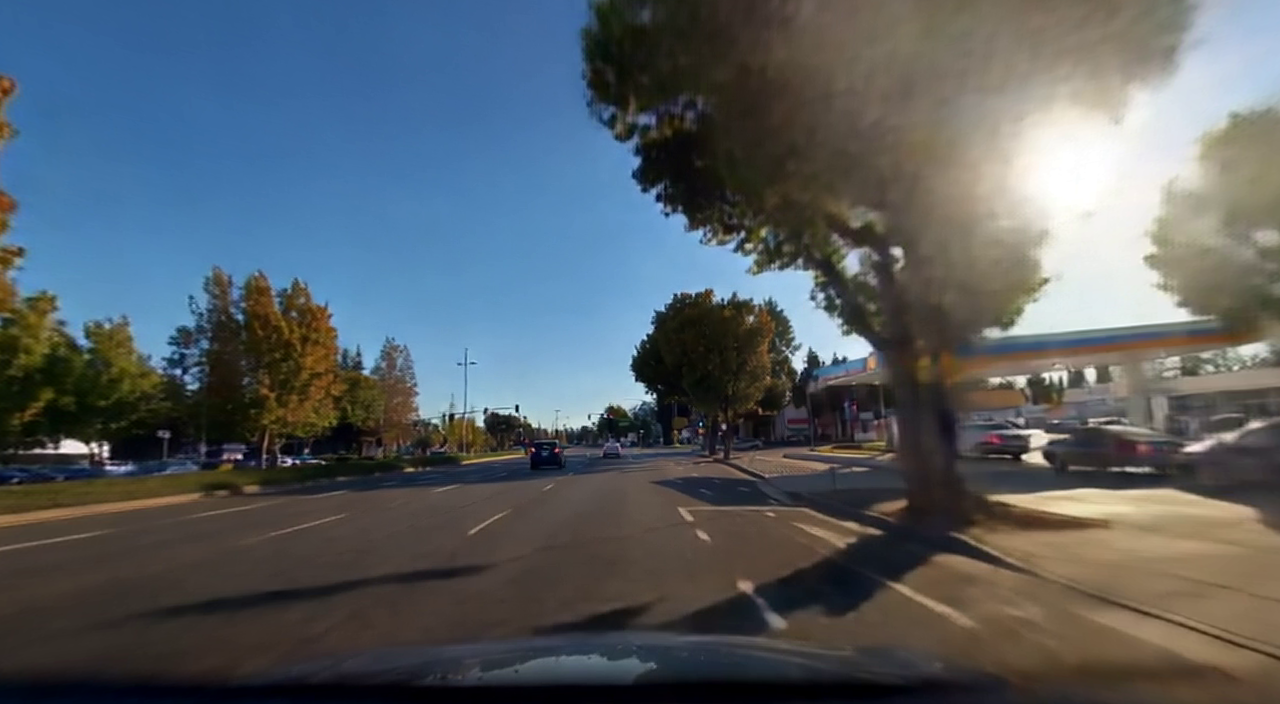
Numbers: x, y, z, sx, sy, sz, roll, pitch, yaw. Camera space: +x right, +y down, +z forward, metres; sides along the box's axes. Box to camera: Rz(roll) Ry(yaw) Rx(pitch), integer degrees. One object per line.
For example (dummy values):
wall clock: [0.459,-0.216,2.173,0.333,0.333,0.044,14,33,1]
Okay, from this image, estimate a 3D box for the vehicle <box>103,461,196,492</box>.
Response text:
vehicle: [-26.940,6.833,34.930,1.802,1.448,4.408,0,-9,-4]

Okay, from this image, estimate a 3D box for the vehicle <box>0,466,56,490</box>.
vehicle: [-44.117,8.876,44.642,1.661,1.404,4.308,0,-8,-3]

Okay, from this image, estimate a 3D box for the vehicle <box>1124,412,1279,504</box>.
vehicle: [12.842,1.978,12.578,4.612,1.491,2.061,-4,-8,0]

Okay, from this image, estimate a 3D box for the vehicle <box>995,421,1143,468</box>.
vehicle: [13.468,2.936,19.995,3.453,1.409,1.608,0,-9,1]

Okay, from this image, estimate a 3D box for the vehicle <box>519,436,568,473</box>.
vehicle: [-4.957,5.335,33.158,1.985,1.772,4.479,0,-8,-2]

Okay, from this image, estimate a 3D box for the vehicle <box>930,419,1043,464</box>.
vehicle: [13.781,3.600,25.386,3.562,1.693,1.876,-1,-10,16]
